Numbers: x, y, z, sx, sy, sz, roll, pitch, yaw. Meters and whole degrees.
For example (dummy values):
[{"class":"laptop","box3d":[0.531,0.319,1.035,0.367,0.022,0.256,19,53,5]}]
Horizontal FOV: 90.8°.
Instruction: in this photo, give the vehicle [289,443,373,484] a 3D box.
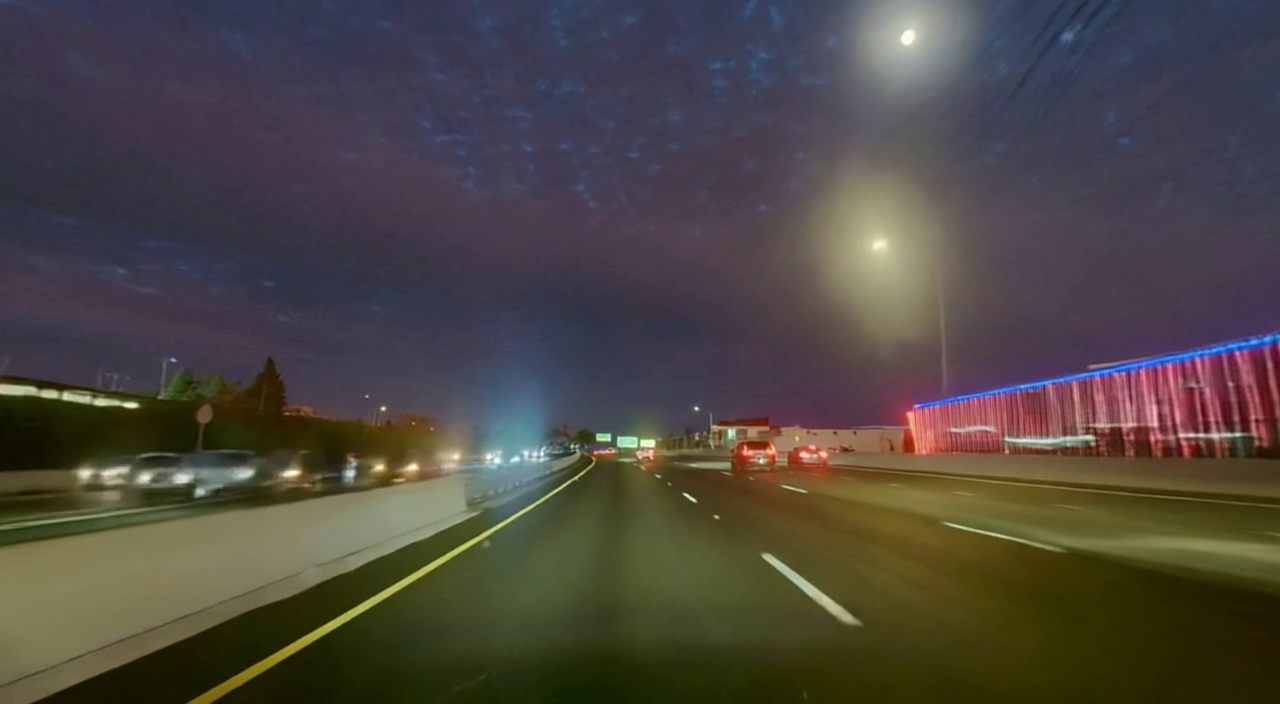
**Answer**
[{"class":"vehicle","box3d":[-14.868,5.370,30.759,1.703,1.767,4.921,0,-9,-1]}]

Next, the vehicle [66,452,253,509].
[{"class":"vehicle","box3d":[-13.598,3.619,18.337,1.975,1.377,4.491,0,-9,-1]}]

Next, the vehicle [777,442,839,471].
[{"class":"vehicle","box3d":[9.423,5.888,35.895,1.981,1.508,4.768,0,-9,-3]}]

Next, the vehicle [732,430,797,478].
[{"class":"vehicle","box3d":[6.021,4.999,31.240,2.043,2.154,4.731,0,-9,-3]}]

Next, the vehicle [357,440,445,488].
[{"class":"vehicle","box3d":[-10.031,4.735,26.936,2.122,1.824,4.603,1,-9,-3]}]
